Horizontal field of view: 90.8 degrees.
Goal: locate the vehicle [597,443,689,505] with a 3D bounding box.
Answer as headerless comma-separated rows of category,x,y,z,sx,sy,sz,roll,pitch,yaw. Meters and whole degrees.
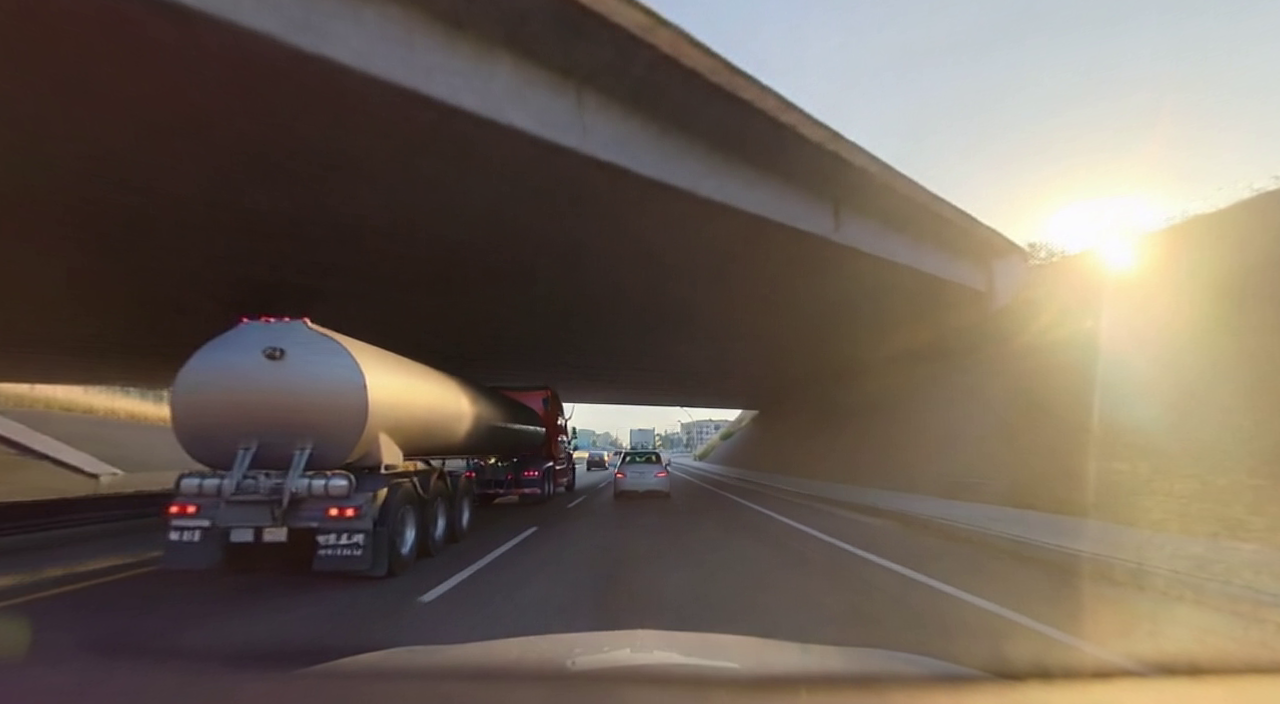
vehicle,0.064,3.287,17.476,2.215,1.481,4.246,0,-9,0

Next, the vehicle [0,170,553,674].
vehicle,-4.035,1.476,11.738,2.896,3.563,14.643,0,-8,0
